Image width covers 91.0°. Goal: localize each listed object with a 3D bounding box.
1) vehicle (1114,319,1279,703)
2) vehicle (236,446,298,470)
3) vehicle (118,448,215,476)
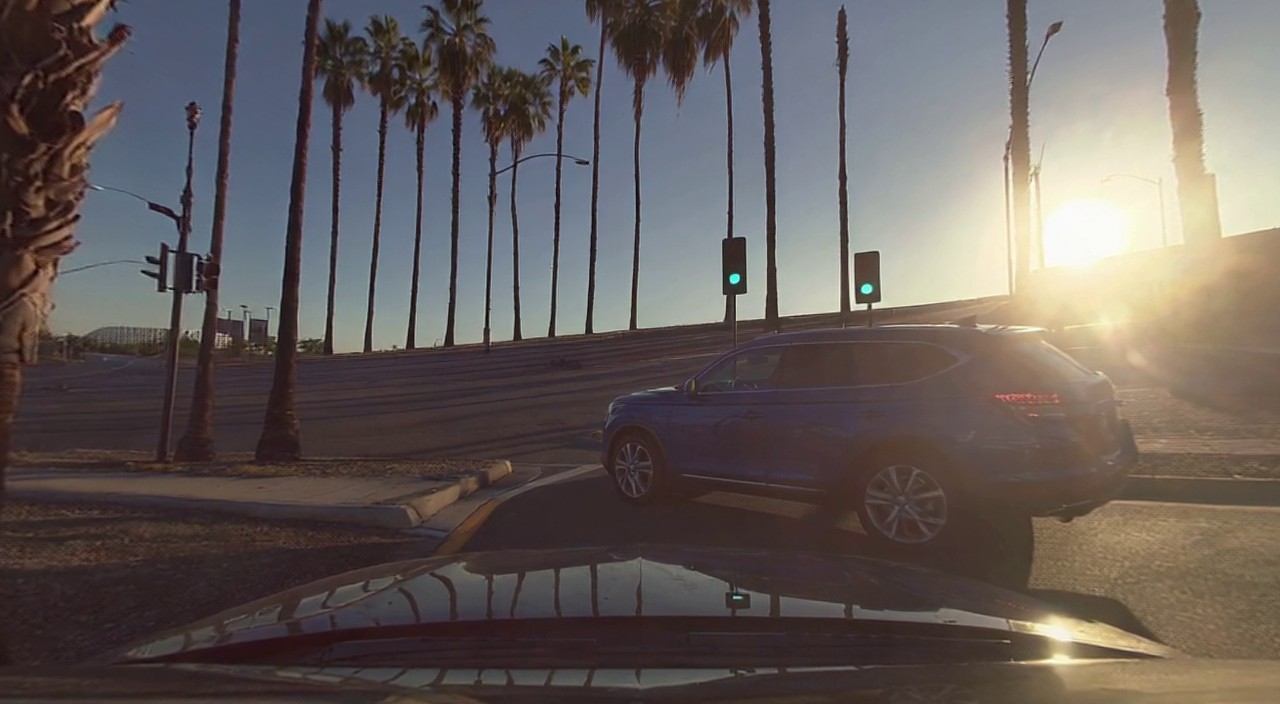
[{"bbox_3d":[3.452,0.523,0.766,2.028,1.770,4.737,0,-9,0],"label":"vehicle"},{"bbox_3d":[-26.275,7.450,44.499,1.941,1.631,4.017,0,-9,0],"label":"vehicle"},{"bbox_3d":[-26.577,6.177,35.530,1.830,1.443,4.551,0,-9,2],"label":"vehicle"}]
